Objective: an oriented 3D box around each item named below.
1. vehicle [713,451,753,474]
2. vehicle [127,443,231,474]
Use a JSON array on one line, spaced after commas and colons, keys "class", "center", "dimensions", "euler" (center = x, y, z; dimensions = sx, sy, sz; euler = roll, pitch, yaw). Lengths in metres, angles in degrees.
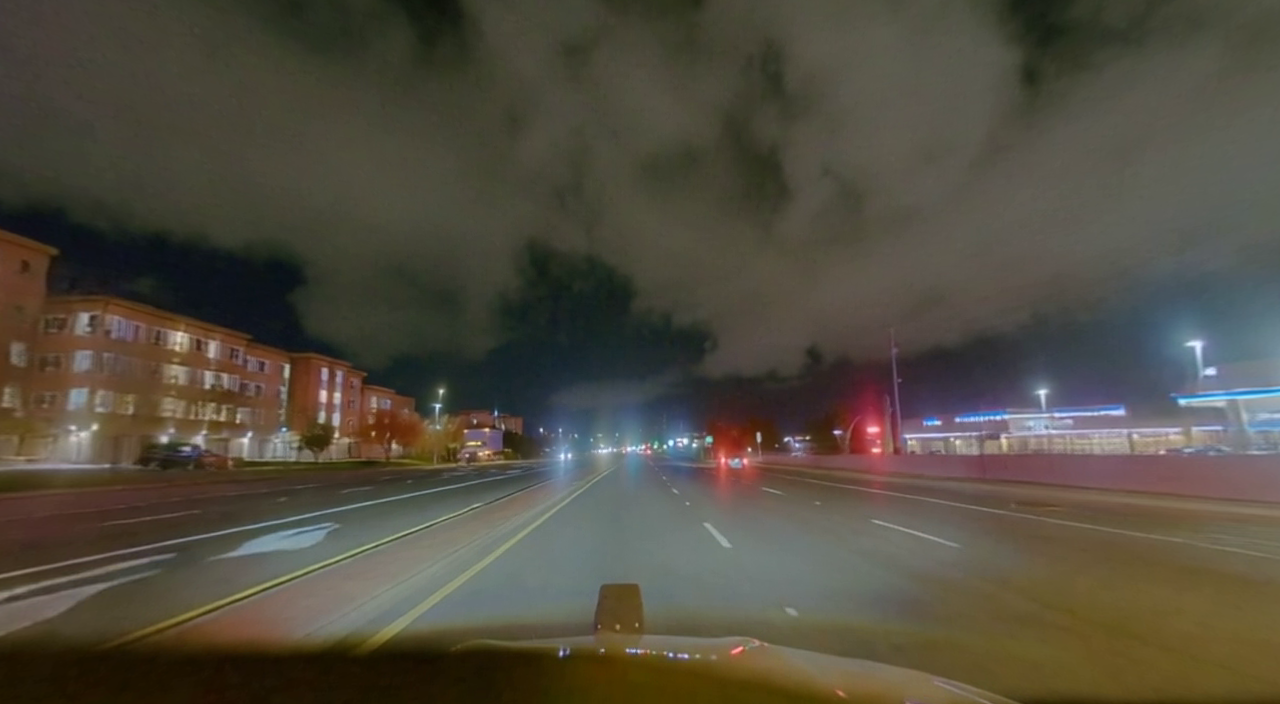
[{"class": "vehicle", "center": [6.284, 7.492, 42.990], "dimensions": [1.916, 1.437, 4.327], "euler": [1, -9, -2]}, {"class": "vehicle", "center": [-29.687, 6.911, 41.006], "dimensions": [2.207, 1.863, 5.860], "euler": [0, -9, 1]}]
